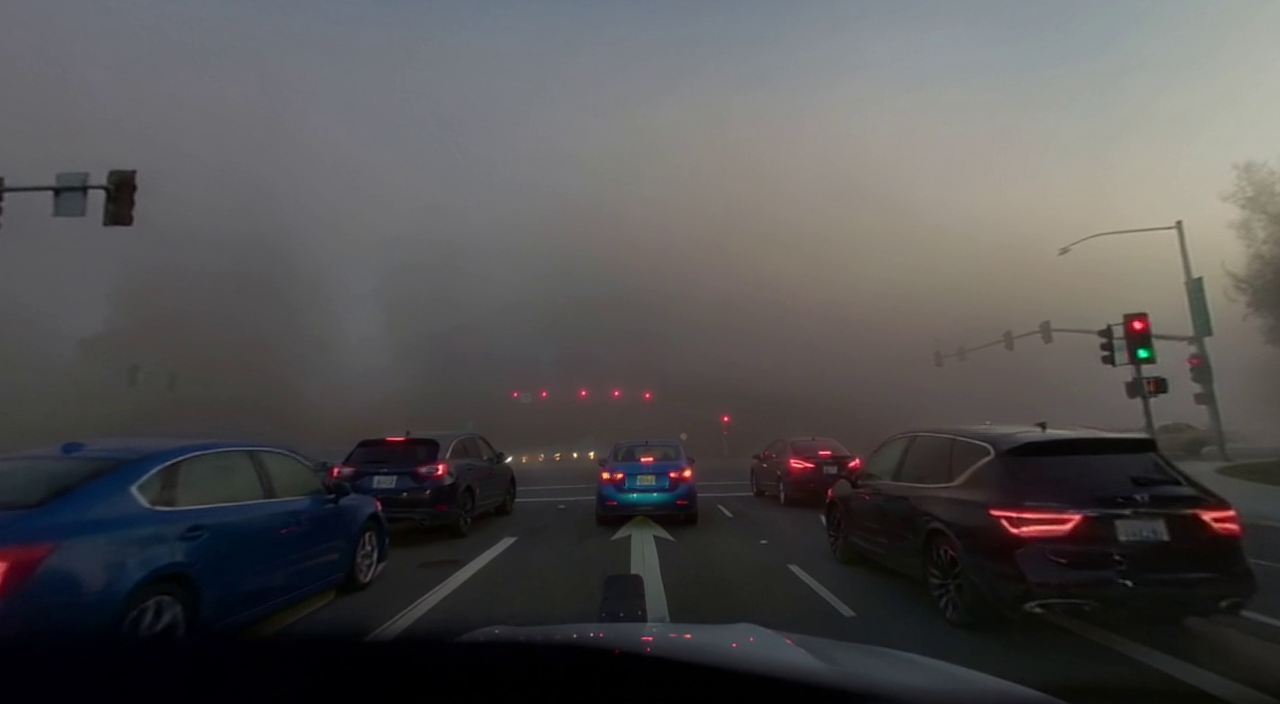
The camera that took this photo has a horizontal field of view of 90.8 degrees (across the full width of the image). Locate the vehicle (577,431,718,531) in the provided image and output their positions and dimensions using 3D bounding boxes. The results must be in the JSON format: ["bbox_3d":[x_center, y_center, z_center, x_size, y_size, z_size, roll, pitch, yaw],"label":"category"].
[{"bbox_3d":[0.053,2.247,11.589,2.114,1.482,4.056,0,-9,-2],"label":"vehicle"}]

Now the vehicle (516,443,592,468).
[{"bbox_3d":[-5.437,6.424,39.464,4.791,1.453,2.046,-8,-12,41],"label":"vehicle"}]

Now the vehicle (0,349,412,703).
[{"bbox_3d":[-3.374,1.109,4.193,2.034,1.655,4.465,0,-9,0],"label":"vehicle"}]

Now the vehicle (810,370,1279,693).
[{"bbox_3d":[3.238,1.262,5.560,2.178,1.691,4.314,0,-9,-1],"label":"vehicle"}]

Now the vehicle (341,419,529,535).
[{"bbox_3d":[-3.415,2.177,11.518,1.958,1.693,4.242,0,-9,0],"label":"vehicle"}]
